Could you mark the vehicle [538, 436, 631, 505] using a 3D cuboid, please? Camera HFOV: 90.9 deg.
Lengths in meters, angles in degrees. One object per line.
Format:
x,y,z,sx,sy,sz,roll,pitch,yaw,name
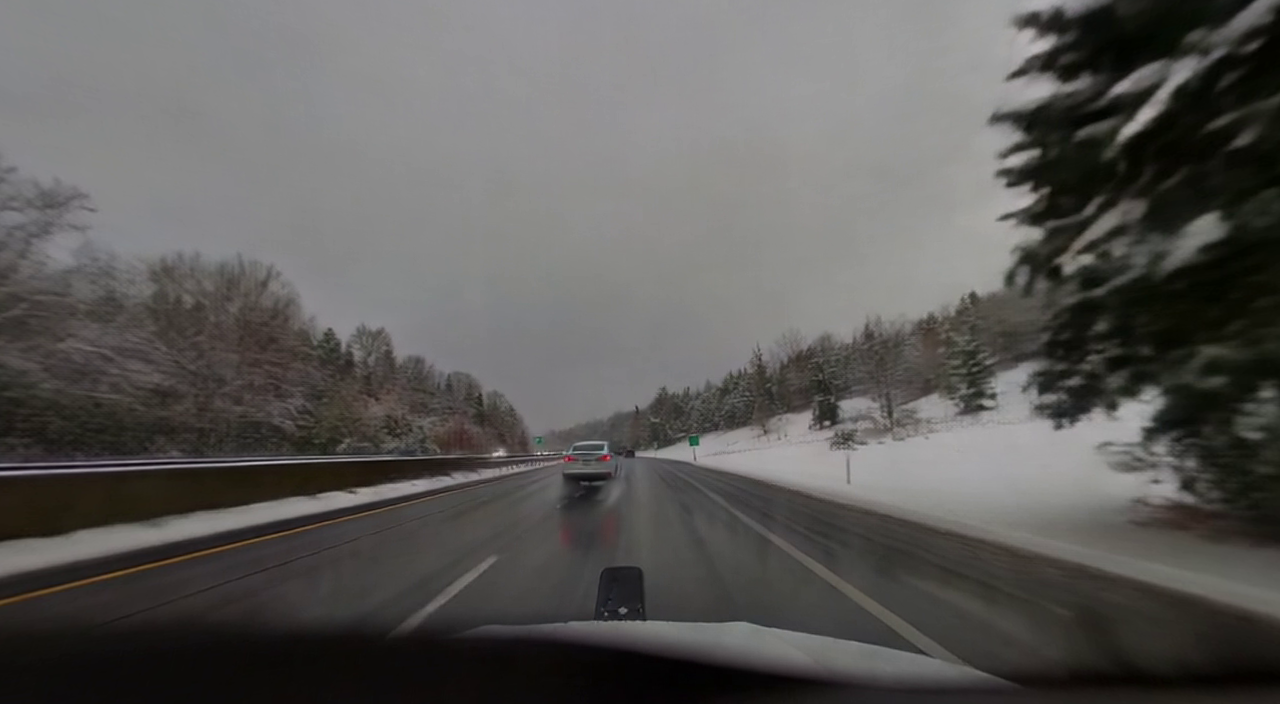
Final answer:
-1.424,3.317,18.045,2.135,1.686,4.517,-1,-9,2,vehicle
